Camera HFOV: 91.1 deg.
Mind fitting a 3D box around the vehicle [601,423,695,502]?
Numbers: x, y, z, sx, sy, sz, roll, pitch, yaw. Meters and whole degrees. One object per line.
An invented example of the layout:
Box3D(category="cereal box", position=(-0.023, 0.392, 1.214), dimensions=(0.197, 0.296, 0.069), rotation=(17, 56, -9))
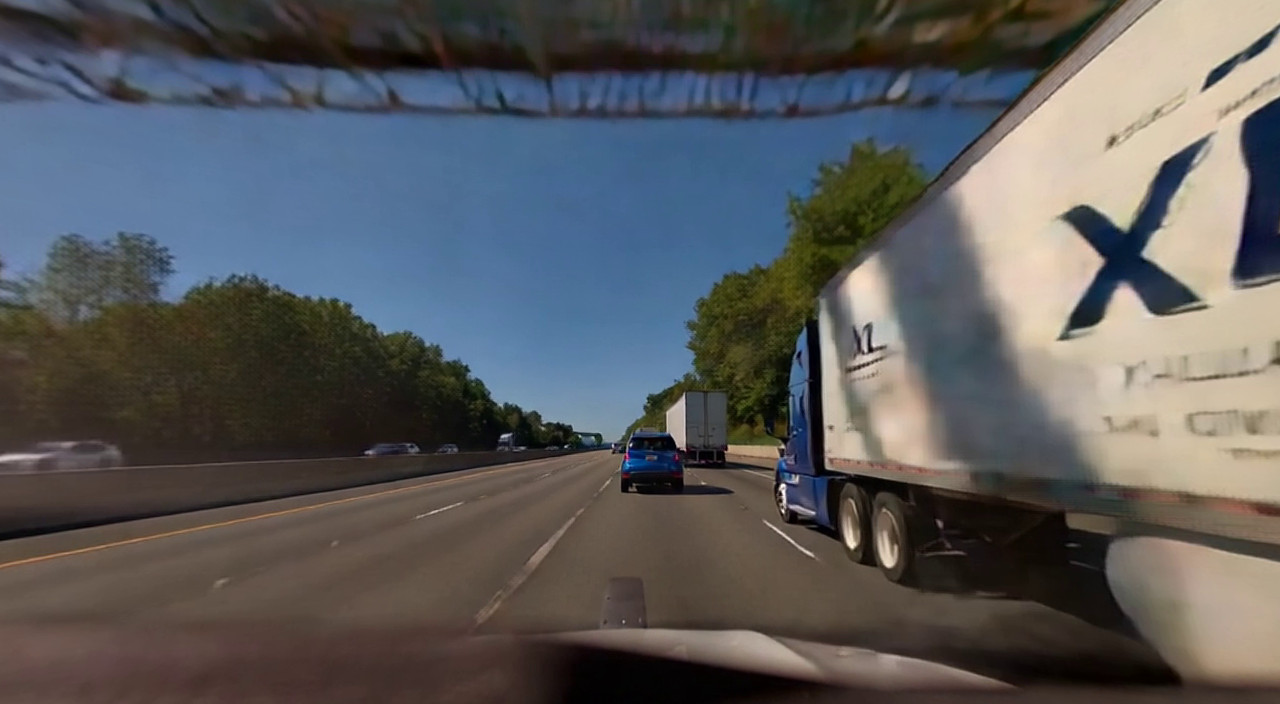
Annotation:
Box3D(category="vehicle", position=(0.189, 2.731, 15.930), dimensions=(2.054, 1.706, 4.201), rotation=(0, -8, 1))

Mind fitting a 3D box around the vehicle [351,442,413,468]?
Box3D(category="vehicle", position=(-18.563, 7.422, 45.522), dimensions=(2.112, 1.778, 5.417), rotation=(0, -8, 1))

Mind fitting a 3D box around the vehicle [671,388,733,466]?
Box3D(category="vehicle", position=(3.682, 5.133, 41.380), dimensions=(2.909, 4.135, 15.820), rotation=(-1, -8, 2))

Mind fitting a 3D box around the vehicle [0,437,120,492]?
Box3D(category="vehicle", position=(-25.846, 4.735, 26.814), dimensions=(2.248, 2.077, 5.797), rotation=(0, -8, 1))
